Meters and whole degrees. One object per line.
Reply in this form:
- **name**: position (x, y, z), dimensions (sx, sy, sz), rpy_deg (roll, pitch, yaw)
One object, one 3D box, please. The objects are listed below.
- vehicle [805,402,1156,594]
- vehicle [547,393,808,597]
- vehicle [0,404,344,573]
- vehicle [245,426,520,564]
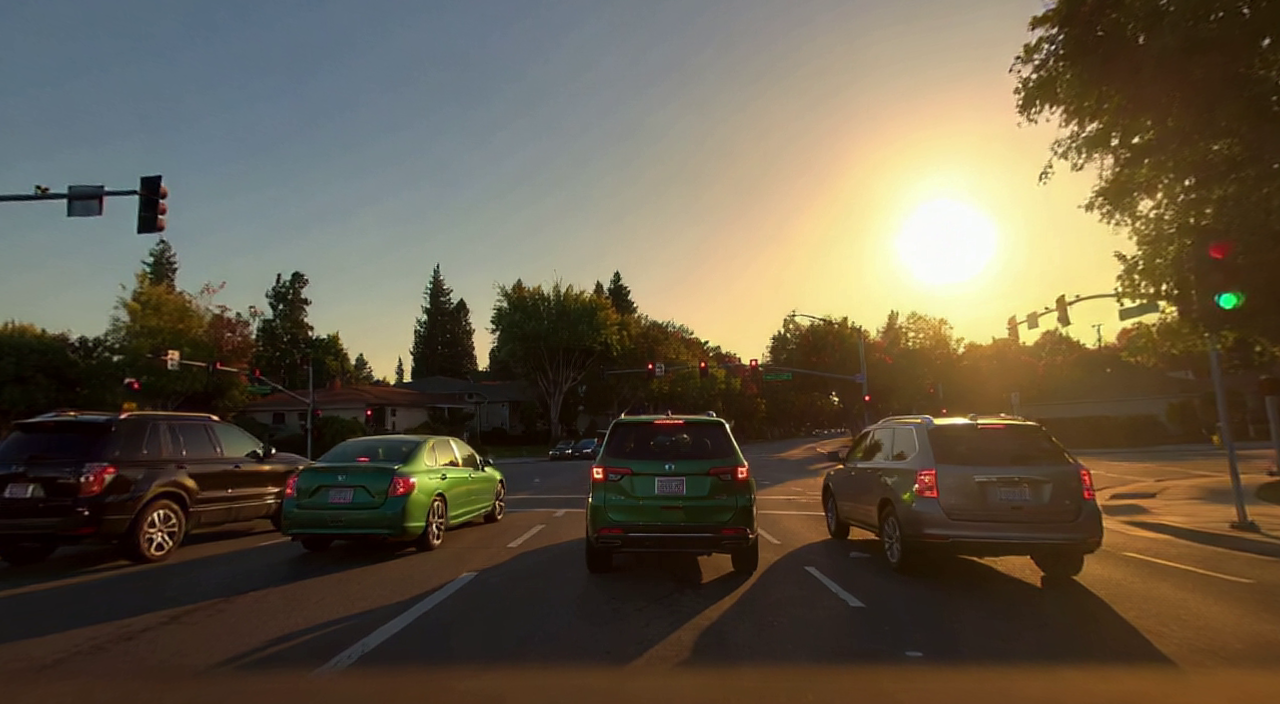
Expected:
- **vehicle**: position (3.527, 1.587, 7.738), dimensions (2.047, 1.638, 4.395), rpy_deg (-1, -8, 4)
- **vehicle**: position (0.392, 1.519, 7.496), dimensions (2.198, 1.708, 4.170), rpy_deg (0, -8, 2)
- **vehicle**: position (-6.626, 1.823, 9.245), dimensions (2.075, 1.796, 4.785), rpy_deg (0, -8, 2)
- **vehicle**: position (-3.240, 1.884, 9.104), dimensions (1.885, 1.475, 4.359), rpy_deg (-1, -8, 4)
